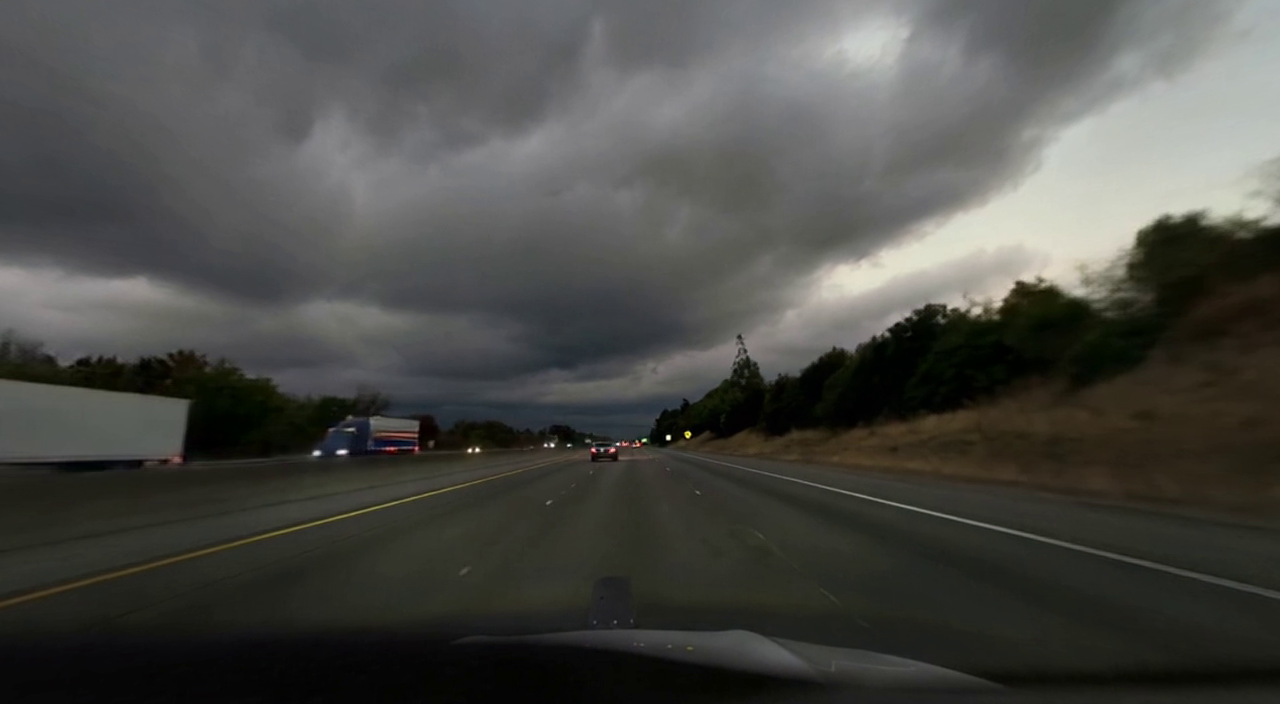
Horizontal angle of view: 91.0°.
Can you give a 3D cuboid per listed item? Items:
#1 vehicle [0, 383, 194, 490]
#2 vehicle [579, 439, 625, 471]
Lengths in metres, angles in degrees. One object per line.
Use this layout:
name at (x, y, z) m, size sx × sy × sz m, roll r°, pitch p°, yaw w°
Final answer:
vehicle at (-24.543, 3.827, 28.296) m, size 2.864 × 4.070 × 8.268 m, roll 0°, pitch -8°, yaw -1°
vehicle at (-1.977, 5.447, 33.613) m, size 2.158 × 1.562 × 4.373 m, roll -1°, pitch -8°, yaw 0°
